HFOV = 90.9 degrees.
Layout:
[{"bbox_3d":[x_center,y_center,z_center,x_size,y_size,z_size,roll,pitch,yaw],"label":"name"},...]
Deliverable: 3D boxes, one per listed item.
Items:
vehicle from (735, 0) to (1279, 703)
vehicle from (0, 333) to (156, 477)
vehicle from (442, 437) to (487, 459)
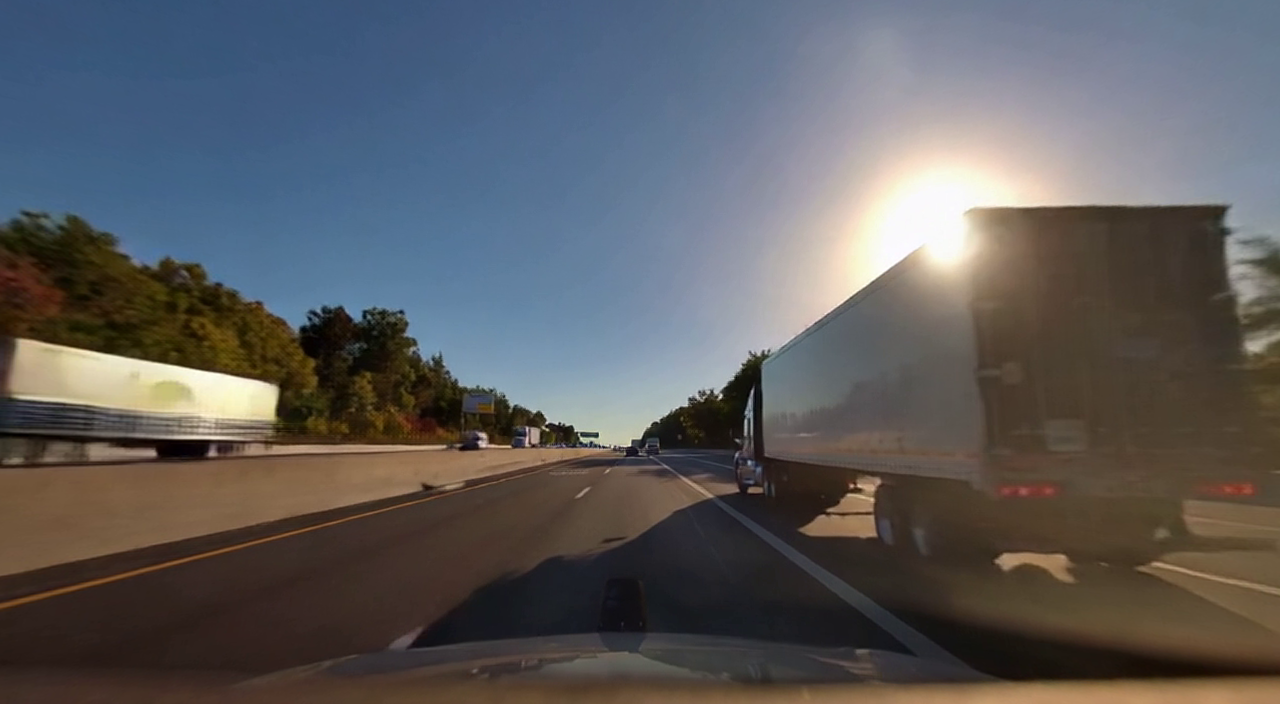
[{"bbox_3d":[4.230,0.608,9.970,3.323,4.262,14.056,0,-9,0],"label":"vehicle"},{"bbox_3d":[-15.406,1.227,14.327,2.626,3.136,7.570,0,-9,1],"label":"vehicle"},{"bbox_3d":[-12.438,6.821,44.877,1.940,1.489,4.258,0,-9,0],"label":"vehicle"}]
